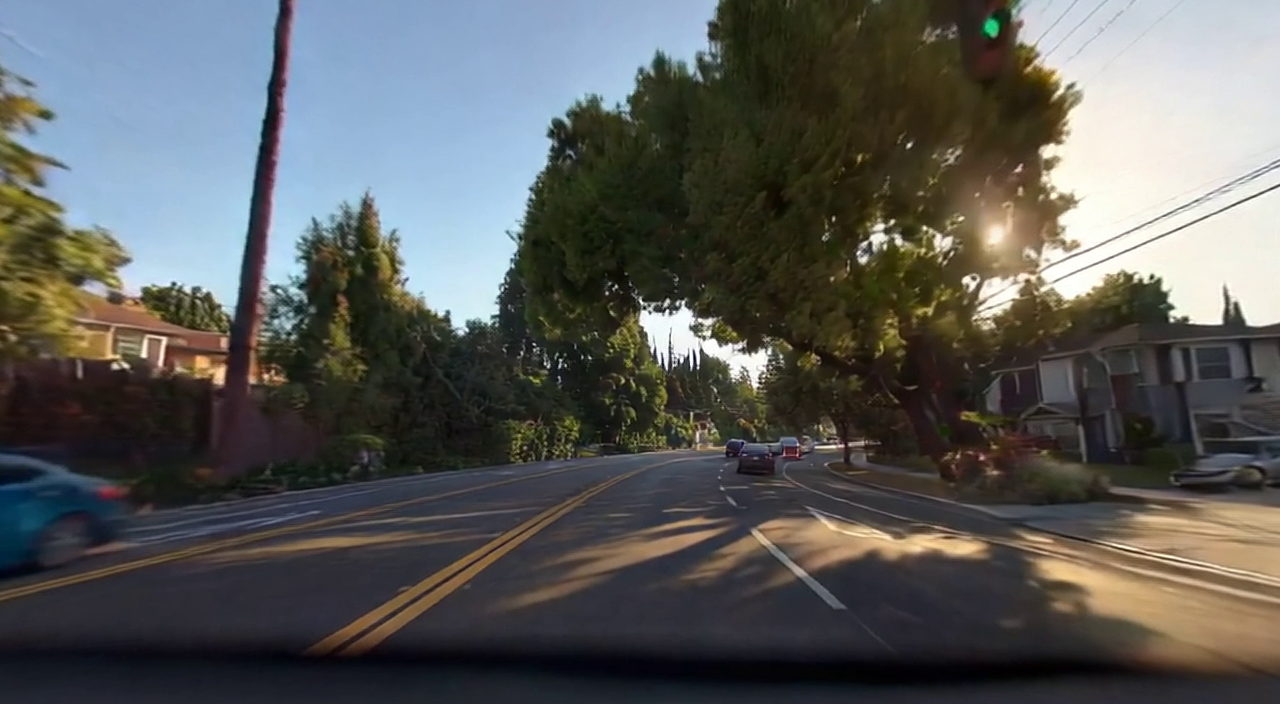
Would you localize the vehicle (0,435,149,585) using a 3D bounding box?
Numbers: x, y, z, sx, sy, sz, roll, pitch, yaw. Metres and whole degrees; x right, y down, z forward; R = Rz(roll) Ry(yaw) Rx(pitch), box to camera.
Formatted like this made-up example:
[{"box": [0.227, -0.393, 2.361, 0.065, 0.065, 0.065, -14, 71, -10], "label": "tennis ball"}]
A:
[{"box": [-7.336, 1.509, 5.835, 1.985, 1.463, 4.294, -1, -8, 3], "label": "vehicle"}]

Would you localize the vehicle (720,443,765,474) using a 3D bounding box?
[{"box": [5.311, 5.559, 33.162, 1.951, 1.479, 4.487, -1, -8, 4], "label": "vehicle"}]

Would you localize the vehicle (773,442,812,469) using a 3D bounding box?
[{"box": [9.942, 6.757, 41.309, 2.027, 1.674, 4.256, -1, -8, 7], "label": "vehicle"}]
